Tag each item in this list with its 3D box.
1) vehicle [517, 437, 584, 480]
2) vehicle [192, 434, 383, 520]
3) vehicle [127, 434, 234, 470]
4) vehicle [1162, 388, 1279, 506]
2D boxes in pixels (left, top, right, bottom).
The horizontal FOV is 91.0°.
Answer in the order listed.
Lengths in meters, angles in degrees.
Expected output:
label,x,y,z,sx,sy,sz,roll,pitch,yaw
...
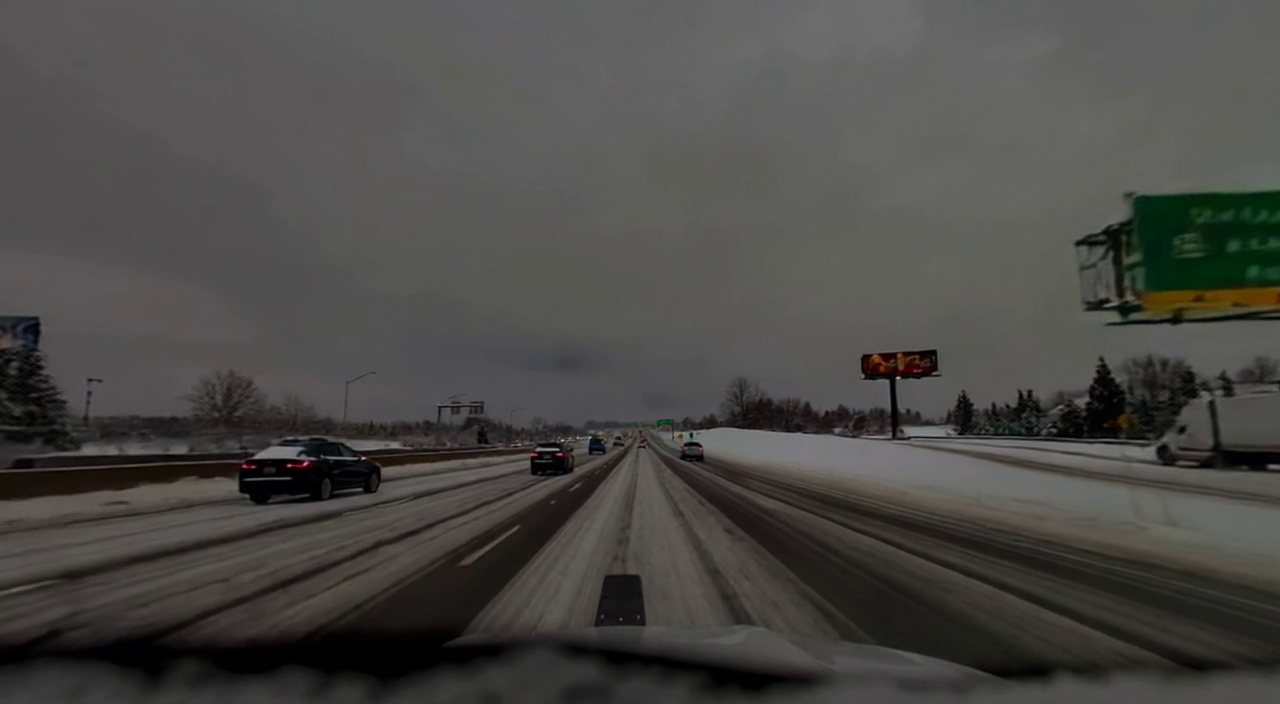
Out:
label,x,y,z,sx,sy,sz,roll,pitch,yaw
vehicle,-3.477,4.234,25.241,2.001,1.577,4.055,1,-9,1
vehicle,-7.190,2.557,13.342,1.865,1.518,3.620,1,-9,1
vehicle,-23.051,5.039,31.840,1.946,1.682,4.480,1,-9,0
vehicle,21.081,3.004,19.718,2.958,3.538,8.761,-1,-9,9
